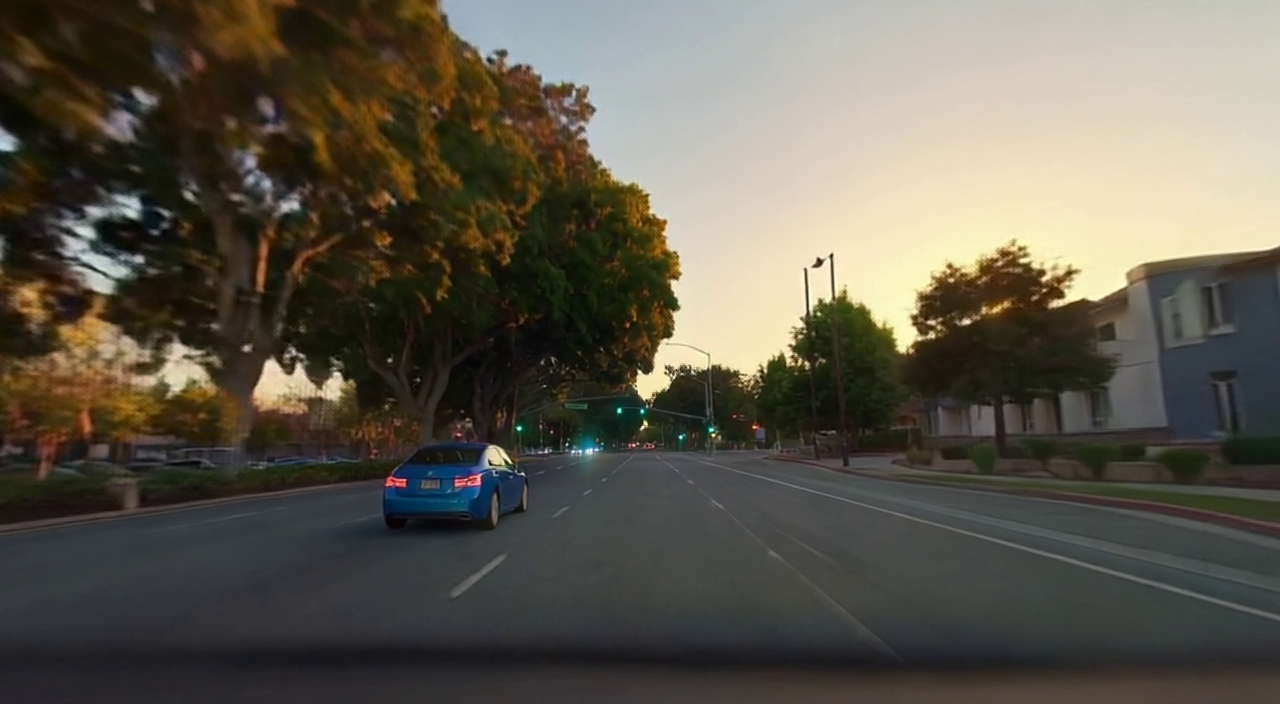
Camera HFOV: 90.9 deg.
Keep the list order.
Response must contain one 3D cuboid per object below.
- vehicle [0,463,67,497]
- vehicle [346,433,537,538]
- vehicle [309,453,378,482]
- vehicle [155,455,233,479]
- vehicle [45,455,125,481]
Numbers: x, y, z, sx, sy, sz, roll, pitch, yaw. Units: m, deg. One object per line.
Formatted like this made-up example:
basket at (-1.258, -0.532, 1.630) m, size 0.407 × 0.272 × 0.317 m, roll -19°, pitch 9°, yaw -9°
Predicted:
vehicle at (-30.799, 6.141, 30.371) m, size 4.424 × 1.535 × 1.948 m, roll 0°, pitch -9°, yaw 0°
vehicle at (-3.209, 2.250, 11.294) m, size 1.924 × 1.480 × 4.421 m, roll 0°, pitch -9°, yaw 1°
vehicle at (-17.185, 6.668, 36.724) m, size 1.826 × 1.490 × 4.407 m, roll 0°, pitch -9°, yaw 1°
vehicle at (-34.025, 8.755, 48.268) m, size 1.911 × 1.603 × 5.136 m, roll 0°, pitch -8°, yaw 5°
vehicle at (-42.513, 8.883, 48.437) m, size 1.923 × 1.745 × 4.740 m, roll 1°, pitch -8°, yaw -1°
